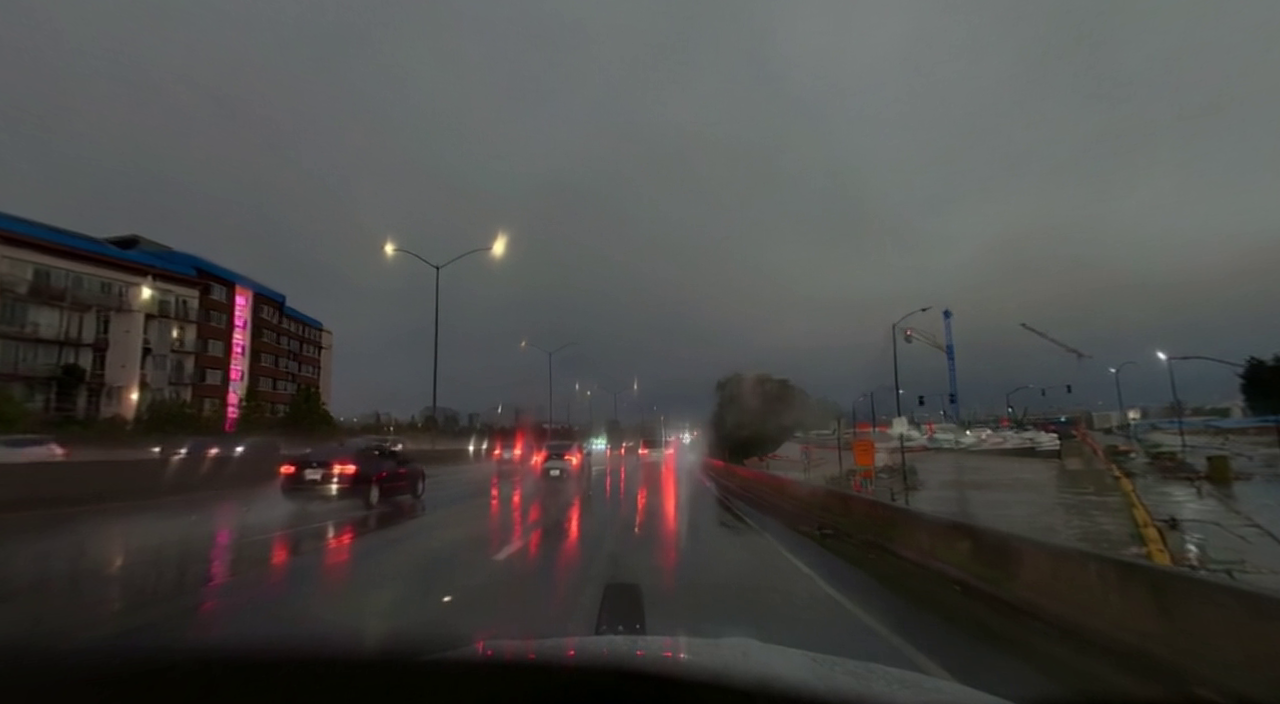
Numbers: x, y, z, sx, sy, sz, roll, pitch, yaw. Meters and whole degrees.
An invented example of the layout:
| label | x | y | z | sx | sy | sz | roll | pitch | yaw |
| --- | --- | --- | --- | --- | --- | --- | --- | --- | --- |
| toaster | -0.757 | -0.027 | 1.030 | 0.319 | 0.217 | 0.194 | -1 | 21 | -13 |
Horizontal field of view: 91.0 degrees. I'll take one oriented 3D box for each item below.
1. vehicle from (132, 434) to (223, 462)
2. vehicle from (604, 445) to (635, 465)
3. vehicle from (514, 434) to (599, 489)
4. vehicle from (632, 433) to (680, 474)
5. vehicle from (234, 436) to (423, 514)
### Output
| label | x | y | z | sx | sy | sz | roll | pitch | yaw |
| --- | --- | --- | --- | --- | --- | --- | --- | --- | --- |
| vehicle | -29.628 | 6.159 | 40.549 | 1.971 | 1.678 | 4.886 | 0 | -8 | 3 |
| vehicle | -1.588 | 8.000 | 49.190 | 2.029 | 1.497 | 3.960 | 0 | -8 | 4 |
| vehicle | -2.716 | 3.727 | 21.751 | 2.109 | 1.657 | 4.554 | 0 | -8 | 3 |
| vehicle | 0.773 | 4.831 | 30.101 | 2.116 | 1.763 | 4.352 | 0 | -8 | 2 |
| vehicle | -6.854 | 2.729 | 14.531 | 1.959 | 1.486 | 4.460 | 0 | -8 | 2 |
